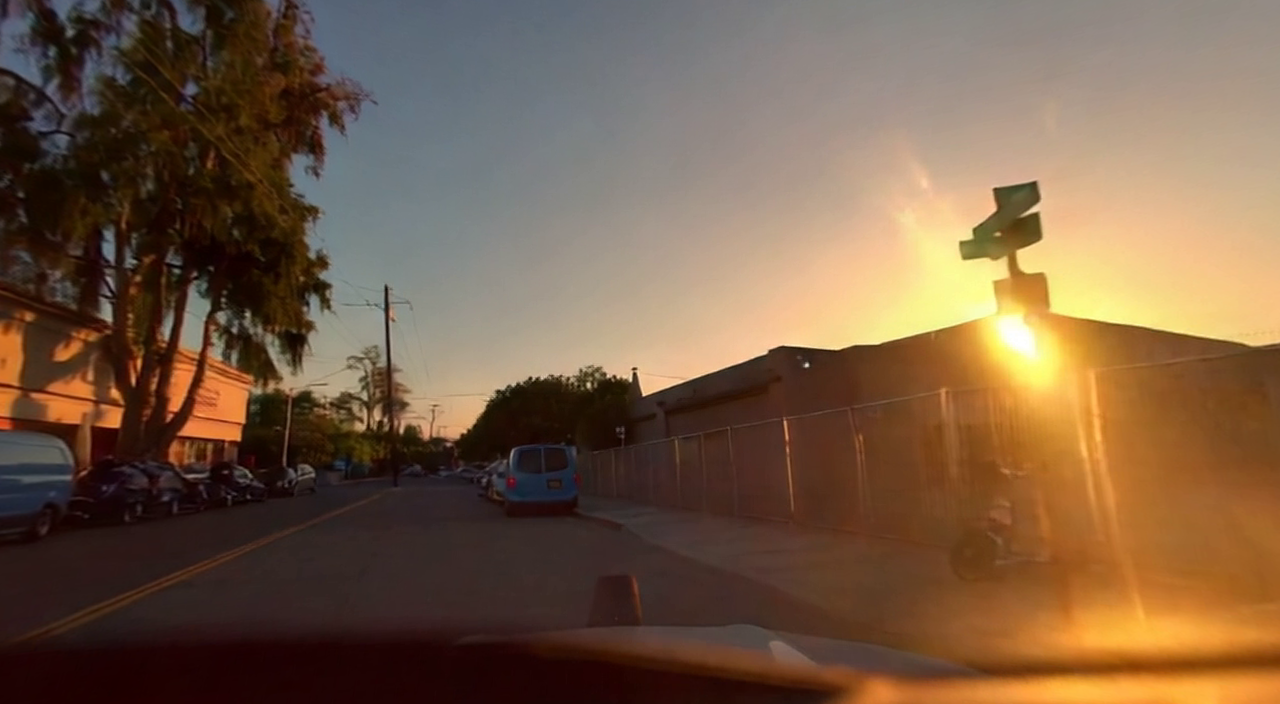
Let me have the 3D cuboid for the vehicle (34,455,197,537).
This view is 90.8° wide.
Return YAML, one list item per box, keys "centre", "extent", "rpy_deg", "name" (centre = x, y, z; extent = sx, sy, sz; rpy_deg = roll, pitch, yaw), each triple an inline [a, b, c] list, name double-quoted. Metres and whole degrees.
- centre: [-14.018, 3.805, 17.237]
  extent: [1.857, 1.908, 4.081]
  rpy_deg: [3, -10, -18]
  name: "vehicle"

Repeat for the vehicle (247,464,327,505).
- centre: [-19.008, 7.104, 34.348]
  extent: [2.504, 1.919, 5.658]
  rpy_deg: [3, -10, -16]
  name: "vehicle"

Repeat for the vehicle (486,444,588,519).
- centre: [-3.524, 4.074, 20.497]
  extent: [2.327, 2.021, 5.850]
  rpy_deg: [3, -10, -18]
  name: "vehicle"

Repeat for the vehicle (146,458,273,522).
- centre: [-15.846, 5.023, 23.711]
  extent: [2.304, 1.937, 5.720]
  rpy_deg: [1, -9, -18]
  name: "vehicle"

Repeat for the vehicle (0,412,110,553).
- centre: [-12.286, 2.478, 11.420]
  extent: [2.435, 2.308, 4.937]
  rpy_deg: [-2, -11, -19]
  name: "vehicle"
